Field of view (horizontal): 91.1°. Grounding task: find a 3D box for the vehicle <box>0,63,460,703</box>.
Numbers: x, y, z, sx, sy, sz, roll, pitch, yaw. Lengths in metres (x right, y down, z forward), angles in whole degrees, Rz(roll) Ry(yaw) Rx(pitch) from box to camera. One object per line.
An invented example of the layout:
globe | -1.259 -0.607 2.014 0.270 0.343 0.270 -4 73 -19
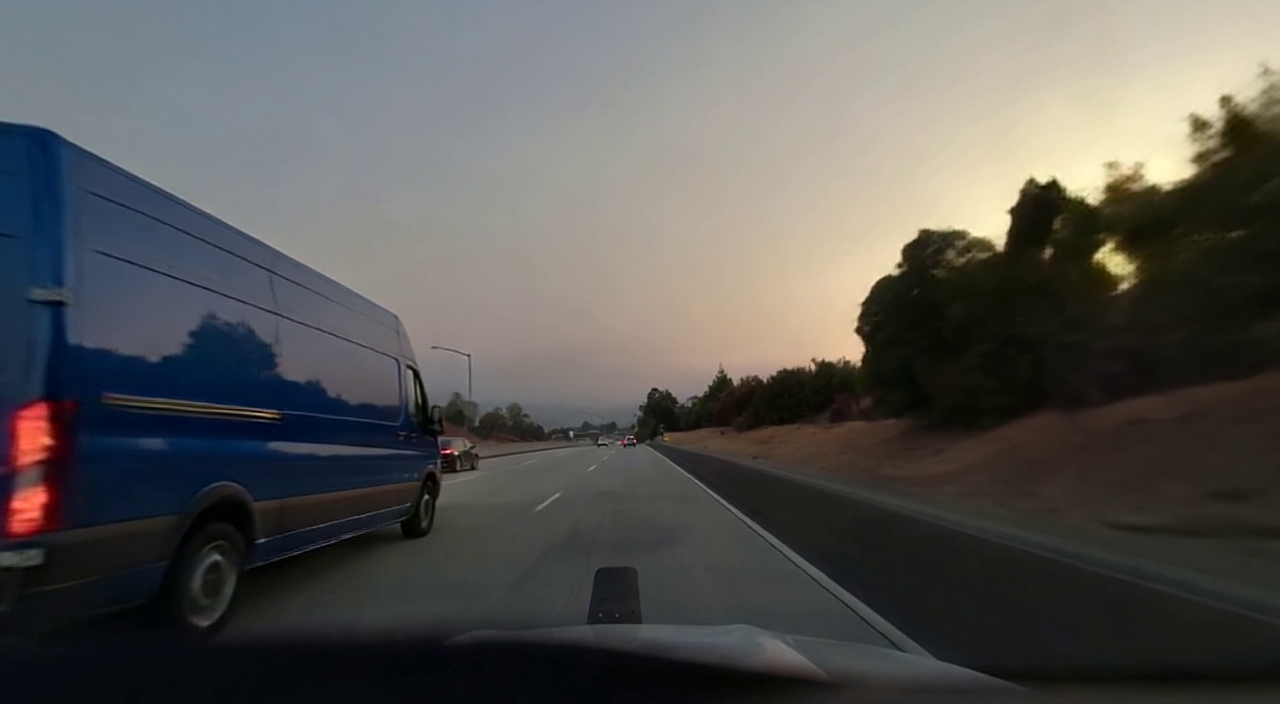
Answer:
vehicle | -3.854 0.644 5.577 2.428 2.782 7.330 0 -8 -1
